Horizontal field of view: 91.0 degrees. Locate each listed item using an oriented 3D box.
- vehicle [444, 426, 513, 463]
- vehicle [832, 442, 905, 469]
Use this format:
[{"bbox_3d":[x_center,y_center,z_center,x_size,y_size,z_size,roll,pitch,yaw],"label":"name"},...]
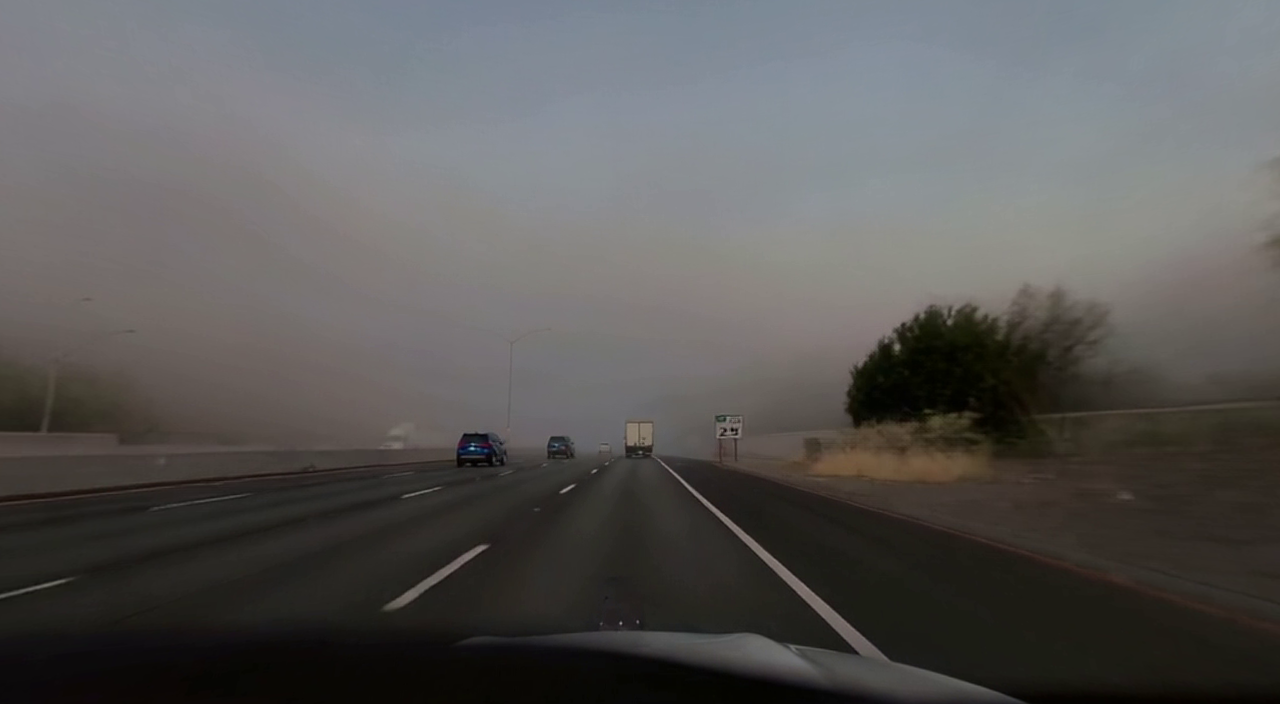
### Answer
[{"bbox_3d":[-10.246,5.988,40.605,2.571,2.169,6.443,0,-9,1],"label":"vehicle"},{"bbox_3d":[13.684,6.223,38.038,2.075,1.510,4.569,1,-9,-9],"label":"vehicle"}]
